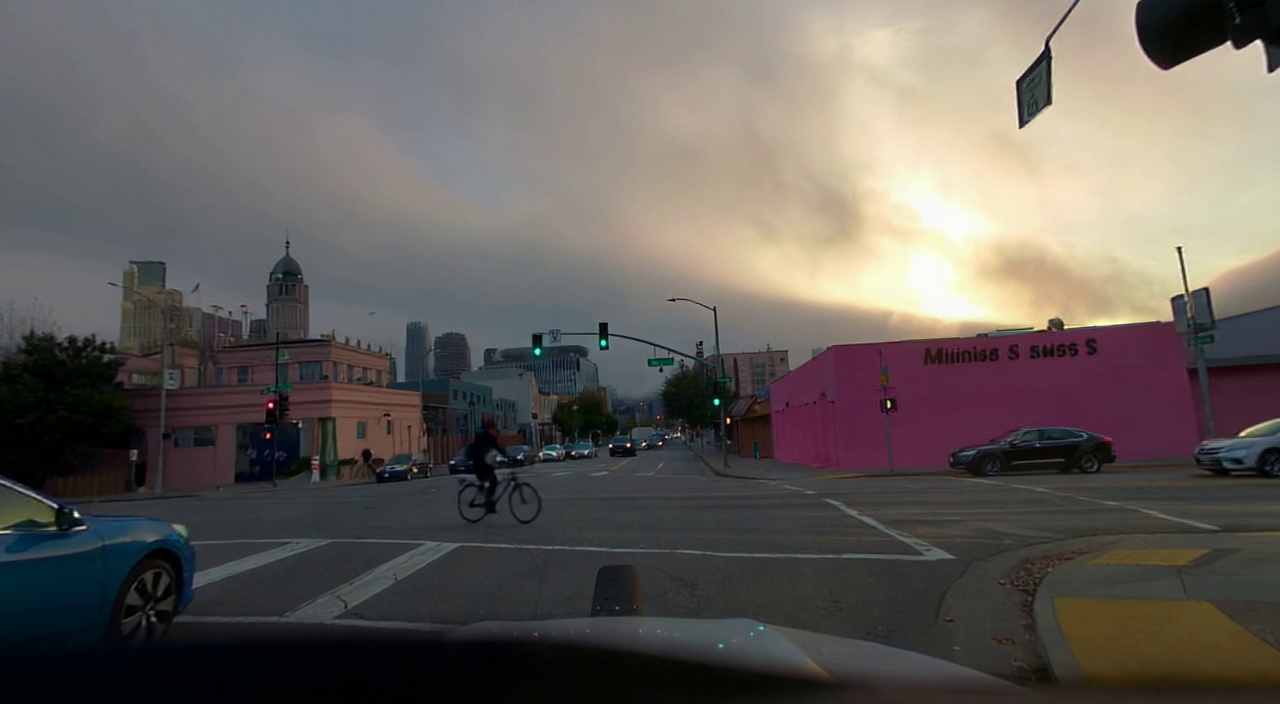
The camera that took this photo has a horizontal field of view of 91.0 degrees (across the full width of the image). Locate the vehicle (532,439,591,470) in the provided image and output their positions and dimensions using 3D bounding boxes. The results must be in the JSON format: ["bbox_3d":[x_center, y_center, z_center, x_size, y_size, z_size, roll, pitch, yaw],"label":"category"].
[{"bbox_3d":[-4.494,5.979,36.871,1.928,1.647,4.575,-2,-9,13],"label":"vehicle"}]

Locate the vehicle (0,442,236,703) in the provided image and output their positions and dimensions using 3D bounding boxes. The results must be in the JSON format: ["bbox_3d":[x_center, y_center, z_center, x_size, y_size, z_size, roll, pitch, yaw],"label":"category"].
[{"bbox_3d":[-3.683,0.973,2.154,1.759,1.325,4.295,0,-9,0],"label":"vehicle"}]

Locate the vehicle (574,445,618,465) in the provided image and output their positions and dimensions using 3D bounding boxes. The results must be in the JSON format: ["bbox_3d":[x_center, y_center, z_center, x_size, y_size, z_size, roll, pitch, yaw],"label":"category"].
[{"bbox_3d":[-3.009,7.187,44.124,1.743,1.362,4.350,-2,-9,14],"label":"vehicle"}]

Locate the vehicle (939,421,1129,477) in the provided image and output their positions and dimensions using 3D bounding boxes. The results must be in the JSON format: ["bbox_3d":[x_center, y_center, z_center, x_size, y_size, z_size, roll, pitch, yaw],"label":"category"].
[{"bbox_3d":[11.575,2.879,18.798,4.355,1.546,1.820,-1,-9,6],"label":"vehicle"}]

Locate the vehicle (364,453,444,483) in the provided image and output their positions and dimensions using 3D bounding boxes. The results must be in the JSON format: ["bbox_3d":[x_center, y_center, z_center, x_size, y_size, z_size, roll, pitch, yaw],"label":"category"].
[{"bbox_3d":[-12.566,6.175,33.893,1.976,1.425,4.567,-1,-9,9],"label":"vehicle"}]

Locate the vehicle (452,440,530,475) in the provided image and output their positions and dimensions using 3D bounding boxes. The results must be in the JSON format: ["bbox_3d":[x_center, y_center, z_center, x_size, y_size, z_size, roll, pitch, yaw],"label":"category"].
[{"bbox_3d":[-8.382,5.975,36.053,2.152,1.825,5.406,-2,-9,12],"label":"vehicle"}]
